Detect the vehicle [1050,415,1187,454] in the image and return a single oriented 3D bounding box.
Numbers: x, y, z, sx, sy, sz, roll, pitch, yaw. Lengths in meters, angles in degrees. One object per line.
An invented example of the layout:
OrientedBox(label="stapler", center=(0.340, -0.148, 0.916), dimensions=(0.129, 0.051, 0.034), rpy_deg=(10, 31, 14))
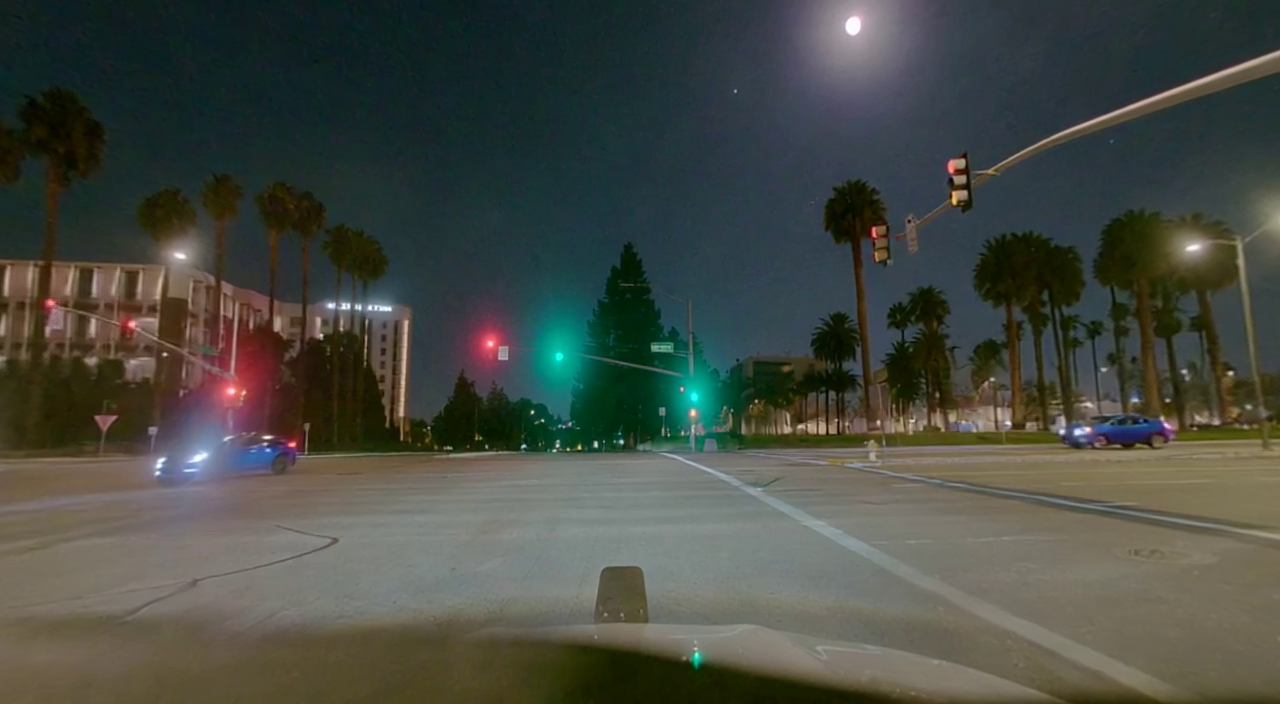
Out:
OrientedBox(label="vehicle", center=(22.630, 3.934, 29.823), dimensions=(4.820, 1.751, 2.050), rpy_deg=(0, -8, -1))

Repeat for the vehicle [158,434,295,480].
OrientedBox(label="vehicle", center=(-14.623, 3.721, 22.566), dimensions=(2.042, 1.472, 4.345), rpy_deg=(0, -8, -1))
